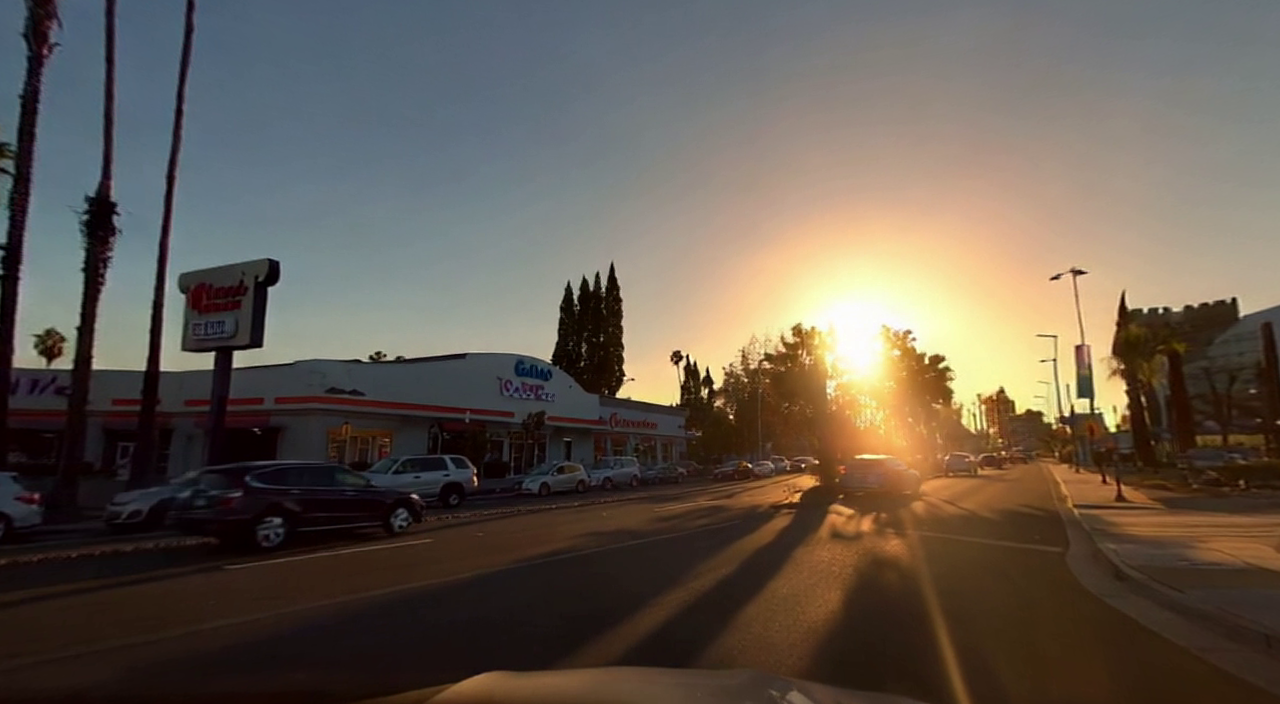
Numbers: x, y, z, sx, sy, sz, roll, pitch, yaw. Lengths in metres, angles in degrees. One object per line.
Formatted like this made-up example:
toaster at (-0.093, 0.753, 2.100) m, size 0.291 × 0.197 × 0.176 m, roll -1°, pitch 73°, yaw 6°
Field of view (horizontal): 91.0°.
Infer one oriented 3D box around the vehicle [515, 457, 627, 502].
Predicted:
vehicle at (-2.542, 4.840, 24.276) m, size 1.837 × 1.468 × 4.389 m, roll -6°, pitch -10°, yaw 35°

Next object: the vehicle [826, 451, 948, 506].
vehicle at (7.891, 3.876, 19.827) m, size 2.139 × 1.461 × 4.918 m, roll -7°, pitch -11°, yaw 38°

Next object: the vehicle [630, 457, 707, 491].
vehicle at (1.453, 5.810, 30.274) m, size 1.776 × 1.448 × 4.137 m, roll -6°, pitch -10°, yaw 34°

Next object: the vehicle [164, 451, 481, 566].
vehicle at (-5.271, 2.538, 11.133) m, size 2.090 × 1.520 × 4.452 m, roll -5°, pitch -10°, yaw 33°

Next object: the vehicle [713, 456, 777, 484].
vehicle at (6.346, 7.000, 37.669) m, size 1.981 × 1.493 × 4.721 m, roll -6°, pitch -10°, yaw 34°

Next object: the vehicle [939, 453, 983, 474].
vehicle at (24.998, 8.607, 48.880) m, size 2.232 × 1.513 × 5.090 m, roll -6°, pitch -10°, yaw 34°

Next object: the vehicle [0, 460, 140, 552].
vehicle at (-11.996, 2.679, 10.905) m, size 1.854 × 1.482 × 4.756 m, roll -6°, pitch -10°, yaw 34°
